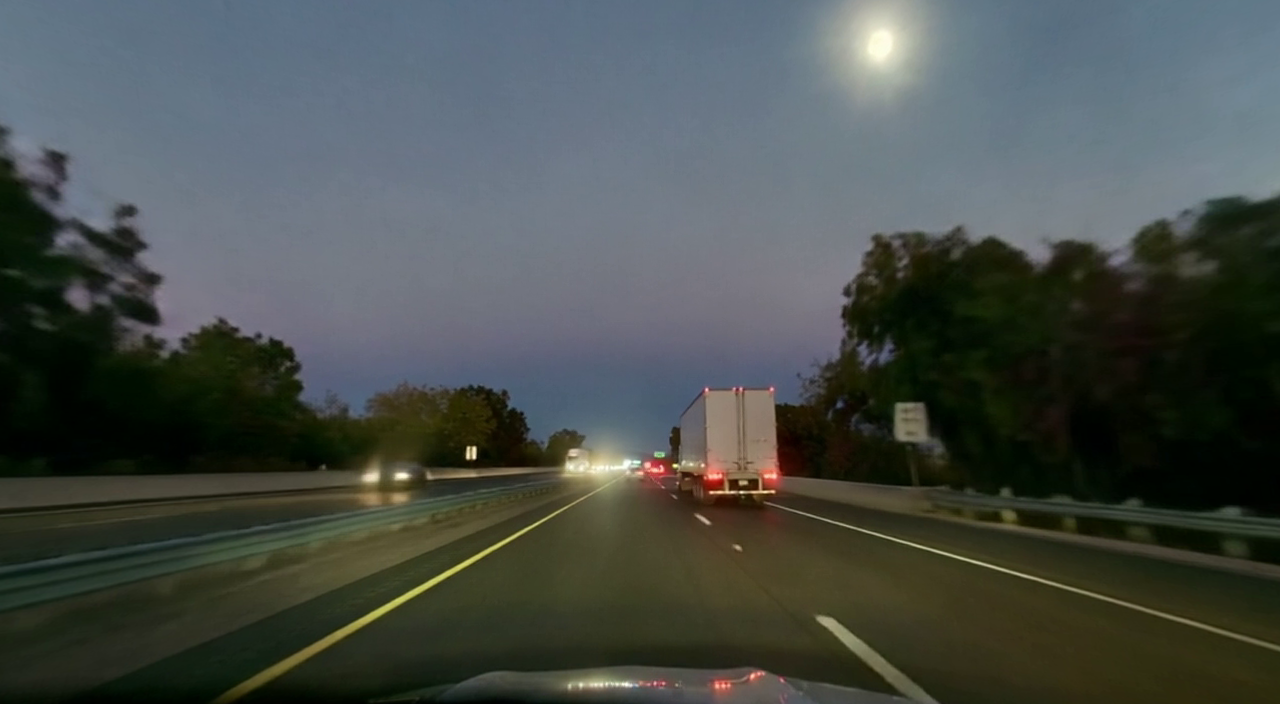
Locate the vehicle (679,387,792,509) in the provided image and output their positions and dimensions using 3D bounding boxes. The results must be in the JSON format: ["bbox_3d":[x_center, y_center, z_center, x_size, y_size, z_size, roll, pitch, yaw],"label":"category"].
[{"bbox_3d":[3.665,4.525,28.434,2.863,4.088,14.040,1,-10,0],"label":"vehicle"}]

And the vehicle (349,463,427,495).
[{"bbox_3d":[-12.930,6.527,32.651,2.088,1.494,4.577,1,-10,1],"label":"vehicle"}]
